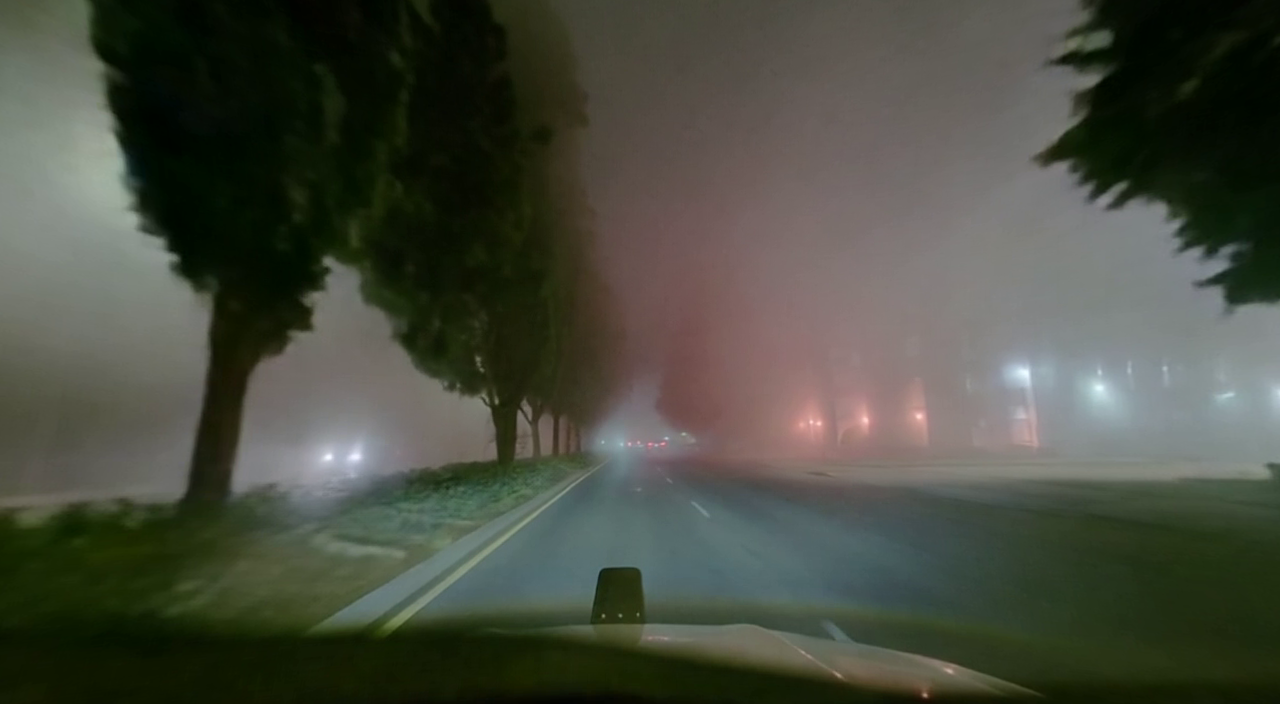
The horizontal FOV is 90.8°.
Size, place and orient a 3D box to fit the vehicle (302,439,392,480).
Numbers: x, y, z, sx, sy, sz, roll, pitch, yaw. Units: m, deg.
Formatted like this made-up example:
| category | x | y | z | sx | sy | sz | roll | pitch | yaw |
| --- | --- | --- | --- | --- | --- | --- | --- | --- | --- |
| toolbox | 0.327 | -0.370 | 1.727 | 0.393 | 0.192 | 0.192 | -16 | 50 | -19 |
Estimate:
| category | x | y | z | sx | sy | sz | roll | pitch | yaw |
| --- | --- | --- | --- | --- | --- | --- | --- | --- | --- |
| vehicle | -15.377 | 5.631 | 33.546 | 2.141 | 1.942 | 5.474 | 0 | -8 | 0 |
